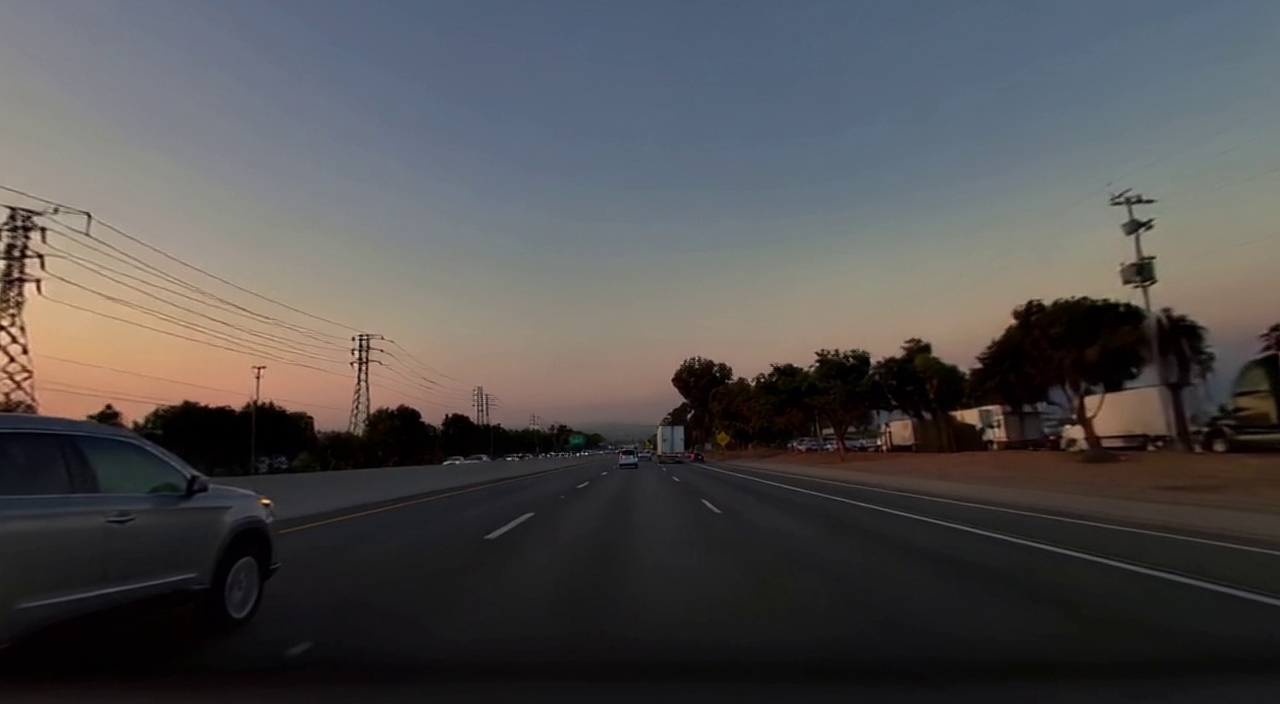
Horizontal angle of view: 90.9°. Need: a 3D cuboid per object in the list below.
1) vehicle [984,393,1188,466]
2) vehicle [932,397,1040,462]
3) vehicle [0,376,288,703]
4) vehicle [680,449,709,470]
[{"bbox_3d":[32.226,6.000,47.417,3.127,4.337,16.355,-3,-8,-1],"label":"vehicle"},{"bbox_3d":[23.424,5.407,43.252,2.871,3.908,7.556,-3,-9,1],"label":"vehicle"},{"bbox_3d":[-4.234,1.018,3.355,2.018,1.710,4.649,0,-9,0],"label":"vehicle"},{"bbox_3d":[4.011,7.981,46.895,1.779,1.512,3.517,0,-9,0],"label":"vehicle"}]
